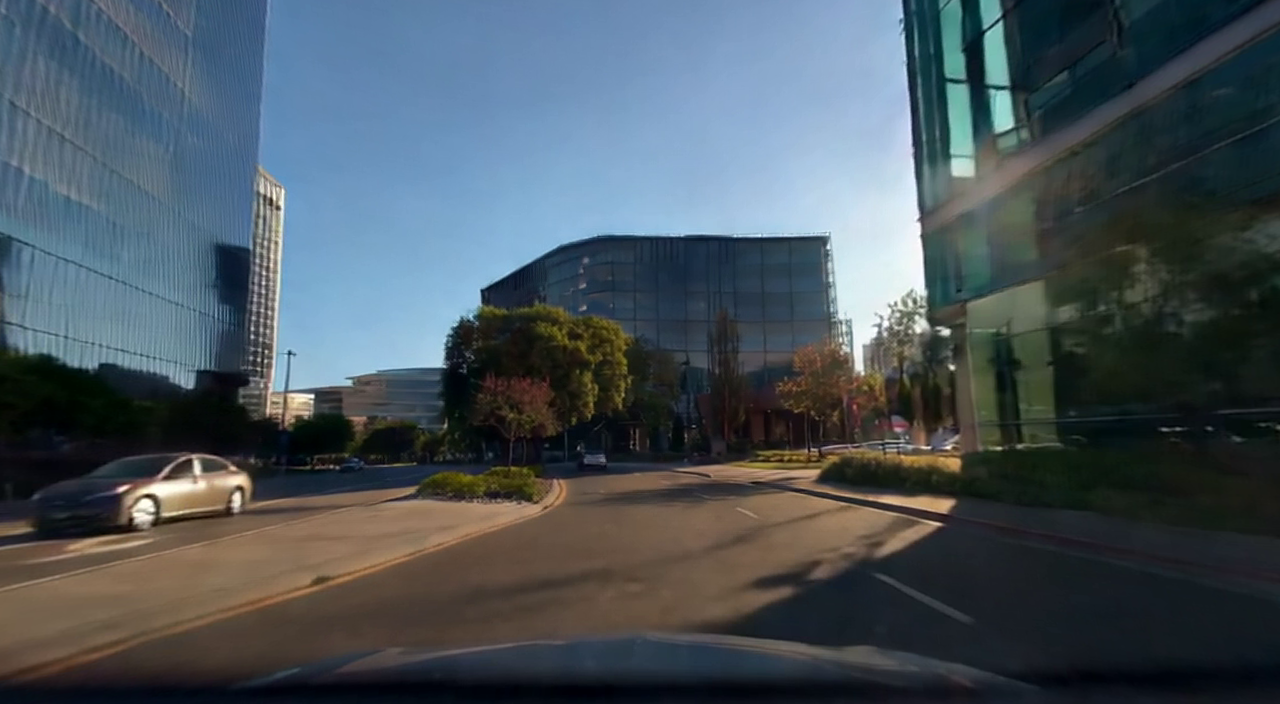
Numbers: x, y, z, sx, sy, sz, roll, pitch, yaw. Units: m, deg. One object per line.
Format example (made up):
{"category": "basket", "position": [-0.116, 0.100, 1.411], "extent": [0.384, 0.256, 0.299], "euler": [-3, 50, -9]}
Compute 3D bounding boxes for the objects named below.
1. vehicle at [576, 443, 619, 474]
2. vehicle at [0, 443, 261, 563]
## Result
{"category": "vehicle", "position": [-2.798, 6.772, 40.238], "extent": [2.129, 1.816, 4.851], "euler": [2, -9, -11]}
{"category": "vehicle", "position": [-8.431, 2.275, 10.294], "extent": [2.004, 1.549, 3.947], "euler": [0, -8, -1]}
